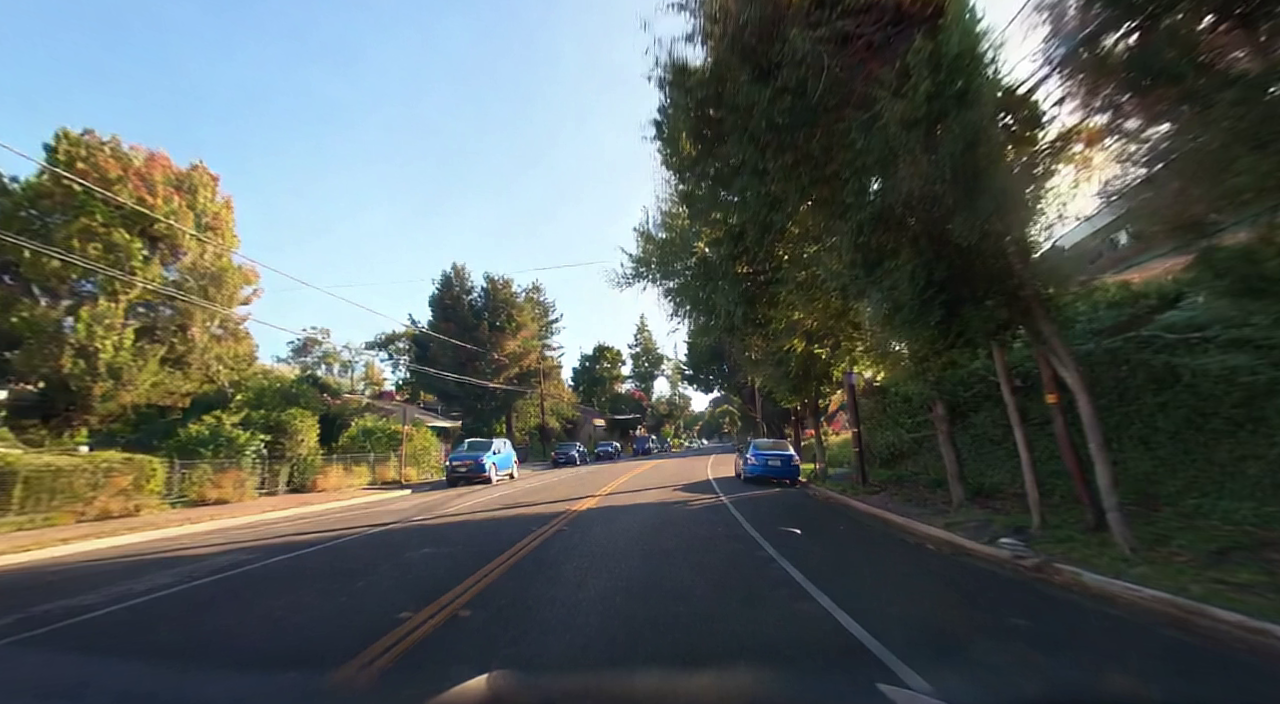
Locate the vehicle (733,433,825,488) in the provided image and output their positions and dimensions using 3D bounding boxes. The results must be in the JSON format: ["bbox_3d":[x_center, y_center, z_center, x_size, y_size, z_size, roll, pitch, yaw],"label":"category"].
[{"bbox_3d":[4.065,3.261,19.274,2.054,1.470,4.504,-1,-9,3],"label":"vehicle"}]

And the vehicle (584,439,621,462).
[{"bbox_3d":[-2.862,7.618,48.599,1.927,1.542,3.886,-4,-12,10],"label":"vehicle"}]

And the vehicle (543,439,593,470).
[{"bbox_3d":[-4.421,6.412,39.356,1.840,1.523,4.333,4,-11,10],"label":"vehicle"}]

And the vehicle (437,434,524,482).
[{"bbox_3d":[-6.243,4.310,25.371,2.025,1.715,4.363,-1,-11,5],"label":"vehicle"}]
